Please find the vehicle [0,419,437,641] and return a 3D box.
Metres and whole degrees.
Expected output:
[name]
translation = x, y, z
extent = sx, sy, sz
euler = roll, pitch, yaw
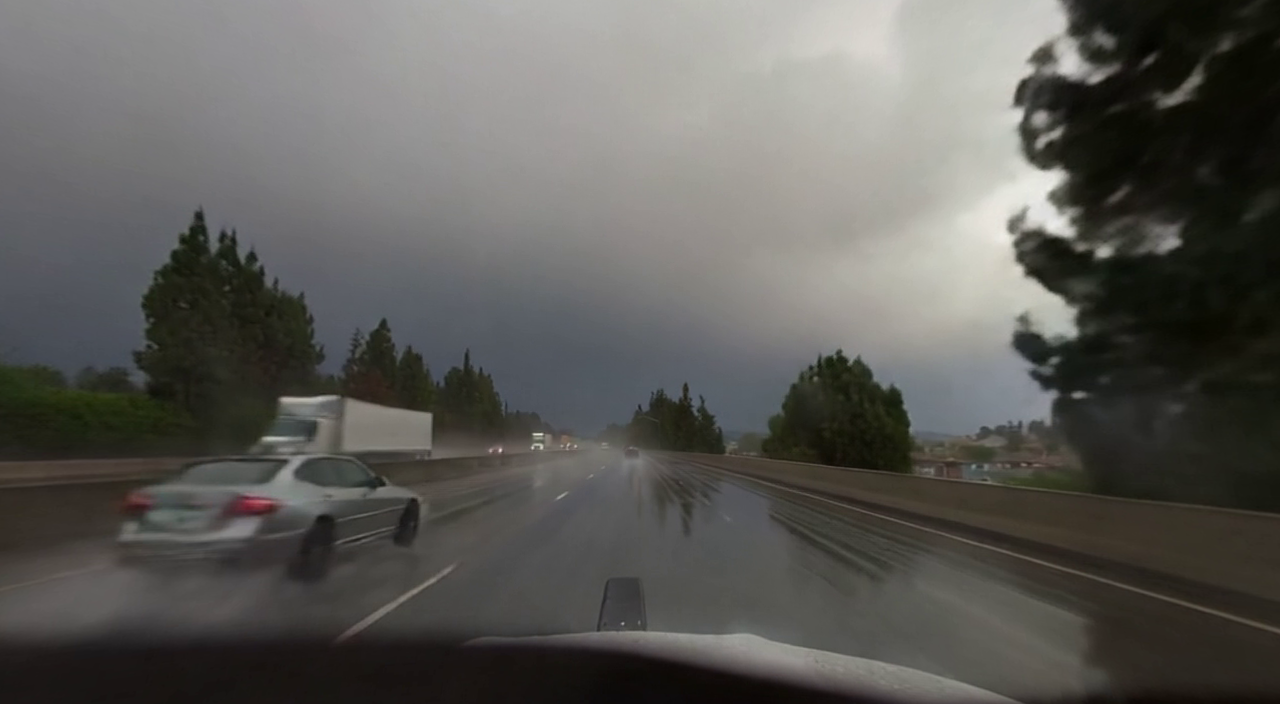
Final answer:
[vehicle]
translation = -4.101, 1.640, 6.926
extent = 2.083, 1.560, 4.713
euler = 0, -9, 1
